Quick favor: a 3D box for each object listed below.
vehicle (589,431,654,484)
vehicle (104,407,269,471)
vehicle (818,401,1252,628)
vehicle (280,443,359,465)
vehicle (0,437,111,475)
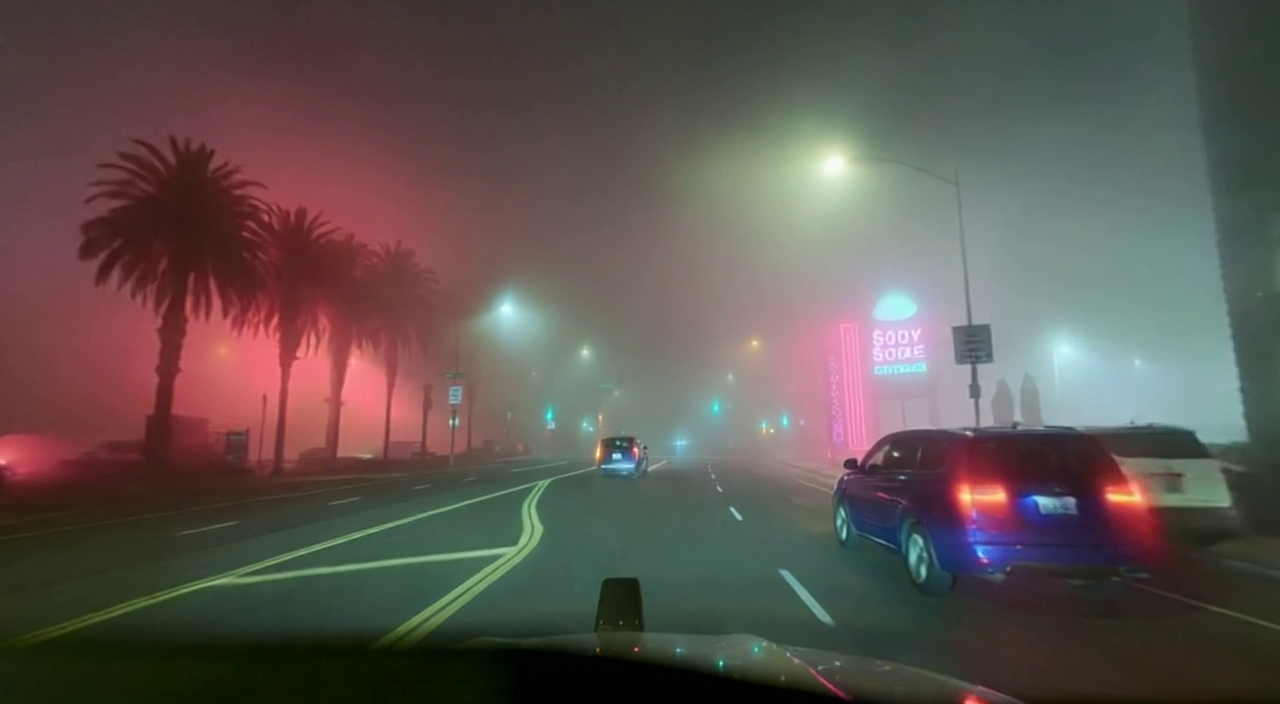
[{"bbox_3d":[-0.579,3.693,22.378,2.063,1.664,4.471,0,-8,0],"label":"vehicle"},{"bbox_3d":[-21.055,4.115,29.738,2.198,2.684,5.751,-4,-9,25],"label":"vehicle"},{"bbox_3d":[3.525,1.514,6.900,1.983,1.654,4.354,0,-8,2],"label":"vehicle"},{"bbox_3d":[-22.473,7.149,44.486,1.800,1.462,4.752,-4,-9,25],"label":"vehicle"},{"bbox_3d":[-29.414,5.049,30.887,1.863,1.733,4.974,-5,-9,27],"label":"vehicle"}]
